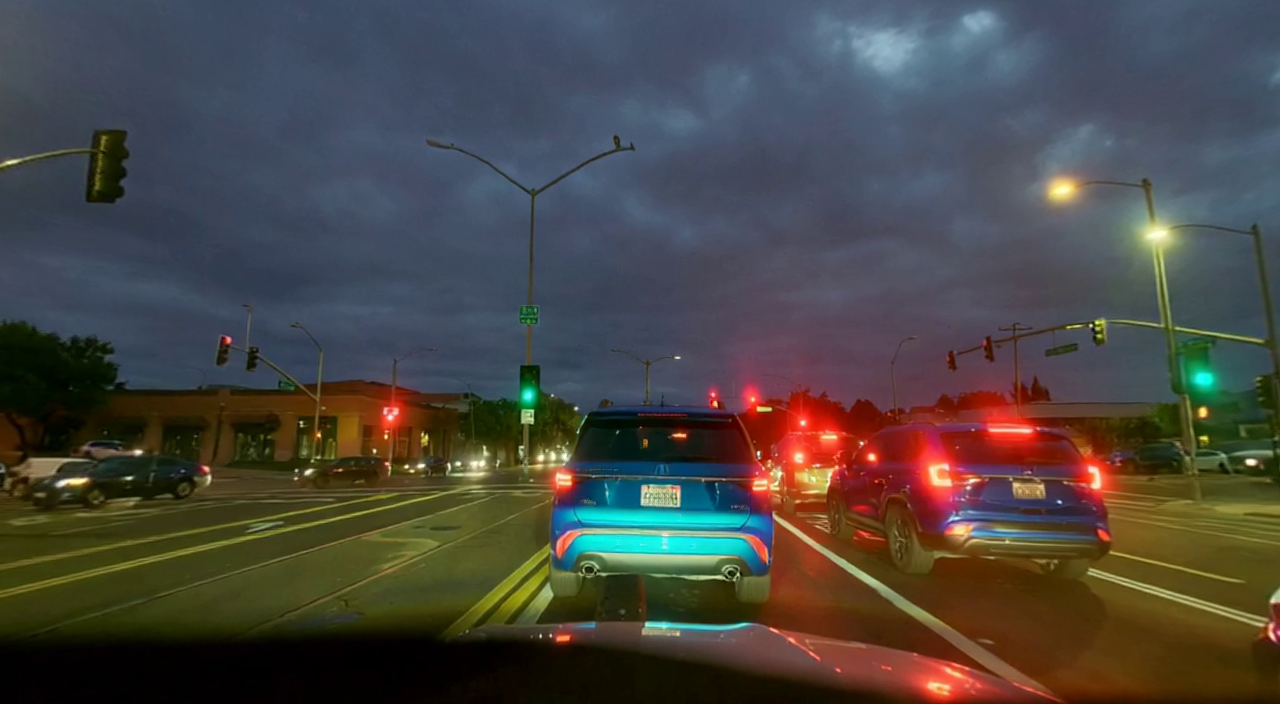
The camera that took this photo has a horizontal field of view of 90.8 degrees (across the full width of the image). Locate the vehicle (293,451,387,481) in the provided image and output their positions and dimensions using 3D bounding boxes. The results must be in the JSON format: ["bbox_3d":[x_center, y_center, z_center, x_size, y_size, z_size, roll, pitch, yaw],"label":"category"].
[{"bbox_3d":[-19.899,7.551,42.134,2.044,1.849,5.156,-8,-12,42],"label":"vehicle"}]

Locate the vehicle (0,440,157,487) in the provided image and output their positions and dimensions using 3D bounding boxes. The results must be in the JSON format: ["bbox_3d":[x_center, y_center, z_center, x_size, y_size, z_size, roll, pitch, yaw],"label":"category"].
[{"bbox_3d":[-24.585,4.835,27.552,5.062,1.946,2.243,0,-9,-1],"label":"vehicle"}]

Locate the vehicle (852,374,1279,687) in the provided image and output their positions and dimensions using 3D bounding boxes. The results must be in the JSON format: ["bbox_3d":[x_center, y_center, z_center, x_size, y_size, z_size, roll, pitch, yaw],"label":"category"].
[{"bbox_3d":[3.592,1.290,5.661,2.018,1.701,4.288,0,-9,2],"label":"vehicle"}]

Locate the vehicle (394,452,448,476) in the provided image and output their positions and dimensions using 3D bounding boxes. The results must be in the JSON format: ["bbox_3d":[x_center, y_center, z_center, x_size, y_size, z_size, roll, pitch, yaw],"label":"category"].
[{"bbox_3d":[-16.843,8.597,48.810,2.089,1.739,4.744,-1,-9,6],"label":"vehicle"}]

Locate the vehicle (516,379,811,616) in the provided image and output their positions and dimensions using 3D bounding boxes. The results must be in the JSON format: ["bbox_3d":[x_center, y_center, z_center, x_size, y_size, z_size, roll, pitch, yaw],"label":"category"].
[{"bbox_3d":[0.223,1.463,7.218,2.292,1.840,4.394,0,-9,1],"label":"vehicle"}]
